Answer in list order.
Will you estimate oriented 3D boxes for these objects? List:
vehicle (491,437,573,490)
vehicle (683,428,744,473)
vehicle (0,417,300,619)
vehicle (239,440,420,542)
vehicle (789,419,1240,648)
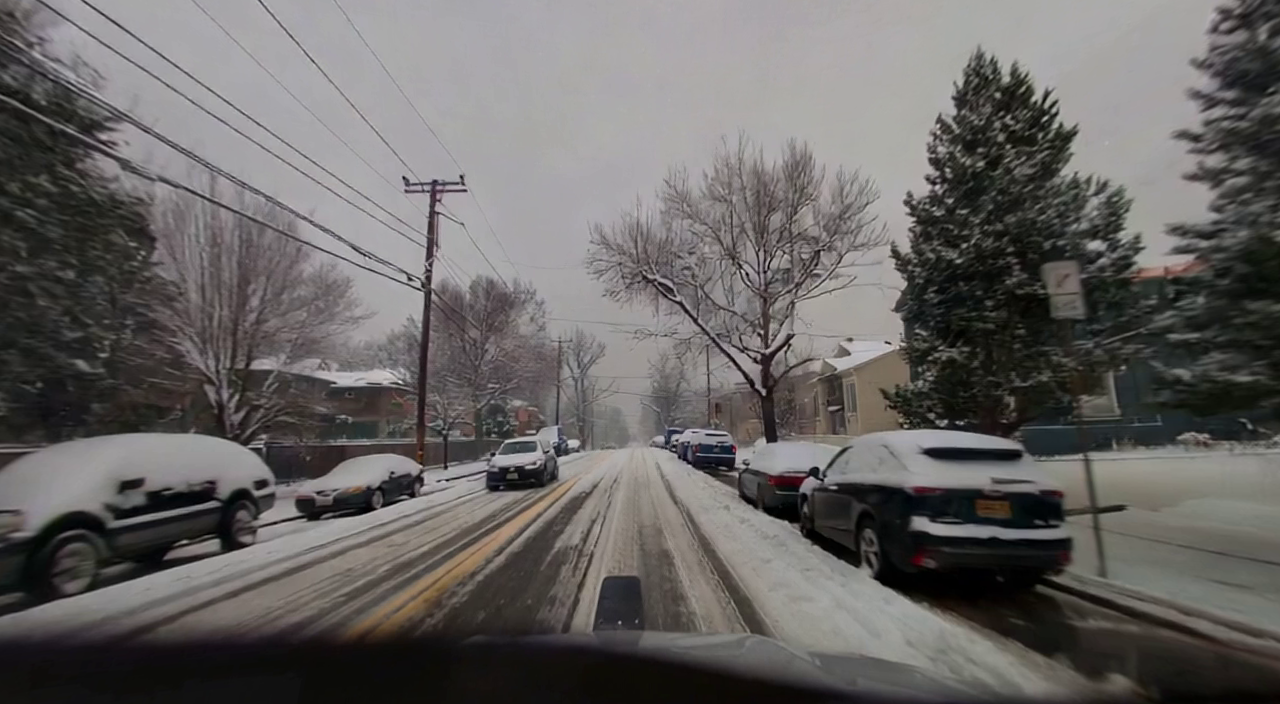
[{"bbox_3d":[-3.387,3.570,20.483,1.929,1.535,4.075,0,-9,0],"label":"vehicle"},{"bbox_3d":[3.110,4.326,27.686,2.013,1.775,4.570,0,-9,-1],"label":"vehicle"},{"bbox_3d":[-6.874,1.821,8.401,2.031,1.845,4.825,0,-5,-1],"label":"vehicle"},{"bbox_3d":[-6.807,2.997,14.454,1.936,1.528,4.620,-3,-4,-2],"label":"vehicle"},{"bbox_3d":[3.095,1.566,6.551,1.869,1.531,4.383,0,-9,-2],"label":"vehicle"}]
